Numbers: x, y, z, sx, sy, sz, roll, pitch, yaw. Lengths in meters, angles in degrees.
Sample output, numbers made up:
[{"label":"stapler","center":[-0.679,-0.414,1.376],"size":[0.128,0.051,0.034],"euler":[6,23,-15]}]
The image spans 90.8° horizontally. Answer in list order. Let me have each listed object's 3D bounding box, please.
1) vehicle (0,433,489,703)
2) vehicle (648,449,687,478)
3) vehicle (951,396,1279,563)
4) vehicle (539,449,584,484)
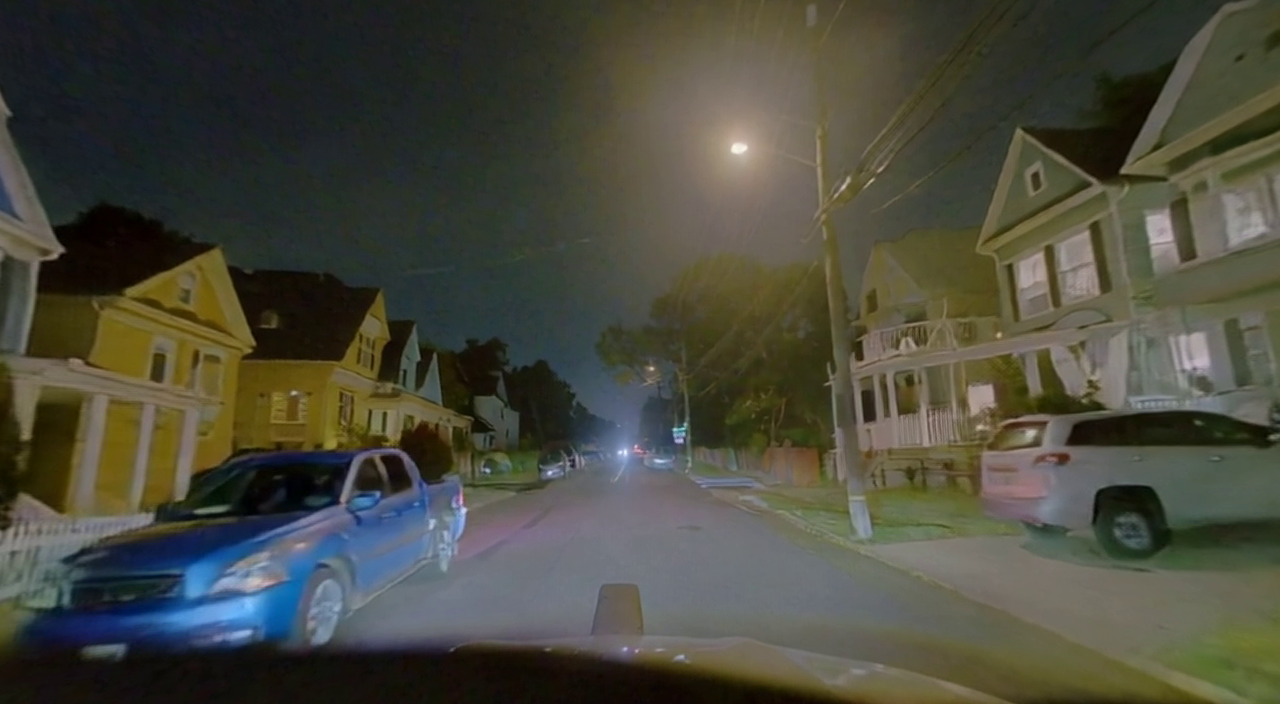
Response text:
[{"label":"vehicle","center":[-3.253,1.827,6.373],"size":[2.204,1.655,4.813],"euler":[-7,-8,-2]},{"label":"vehicle","center":[1.801,7.555,43.153],"size":[2.129,1.873,4.471],"euler":[0,-9,-4]},{"label":"vehicle","center":[7.971,1.867,9.587],"size":[5.274,2.170,2.205],"euler":[0,-10,-4]},{"label":"vehicle","center":[-4.394,6.415,35.836],"size":[2.082,1.759,4.541],"euler":[-2,-8,-1]}]
